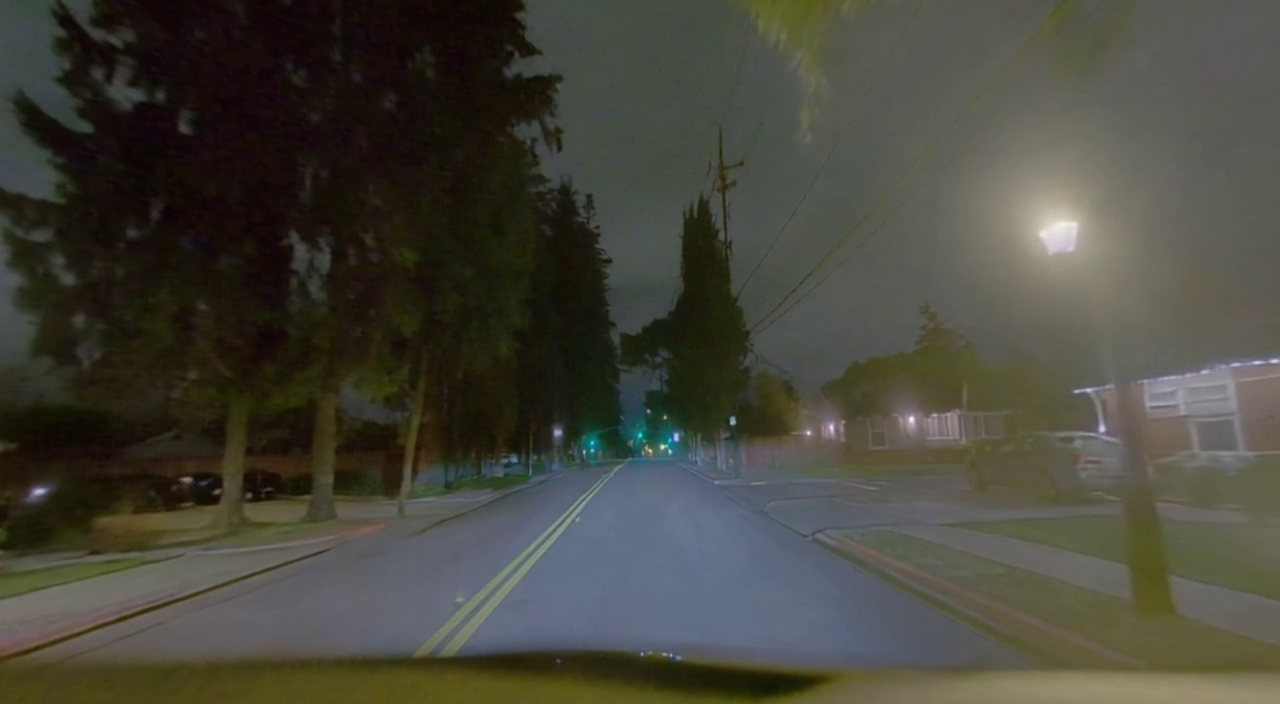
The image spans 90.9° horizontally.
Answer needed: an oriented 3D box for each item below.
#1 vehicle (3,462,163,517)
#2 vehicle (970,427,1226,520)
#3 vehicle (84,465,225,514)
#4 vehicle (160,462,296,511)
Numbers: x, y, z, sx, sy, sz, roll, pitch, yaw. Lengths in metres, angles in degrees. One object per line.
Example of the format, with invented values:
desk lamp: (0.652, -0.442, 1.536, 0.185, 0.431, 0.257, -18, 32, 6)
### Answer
vehicle: (-20.502, 5.045, 23.529, 1.909, 1.691, 4.499, 0, -8, -1)
vehicle: (8.601, 2.231, 12.413, 1.806, 1.496, 4.164, 0, -7, -2)
vehicle: (-17.902, 5.051, 23.550, 1.903, 1.500, 4.214, 0, -8, 0)
vehicle: (-15.054, 4.909, 23.431, 1.830, 1.495, 4.641, 0, -8, 1)
